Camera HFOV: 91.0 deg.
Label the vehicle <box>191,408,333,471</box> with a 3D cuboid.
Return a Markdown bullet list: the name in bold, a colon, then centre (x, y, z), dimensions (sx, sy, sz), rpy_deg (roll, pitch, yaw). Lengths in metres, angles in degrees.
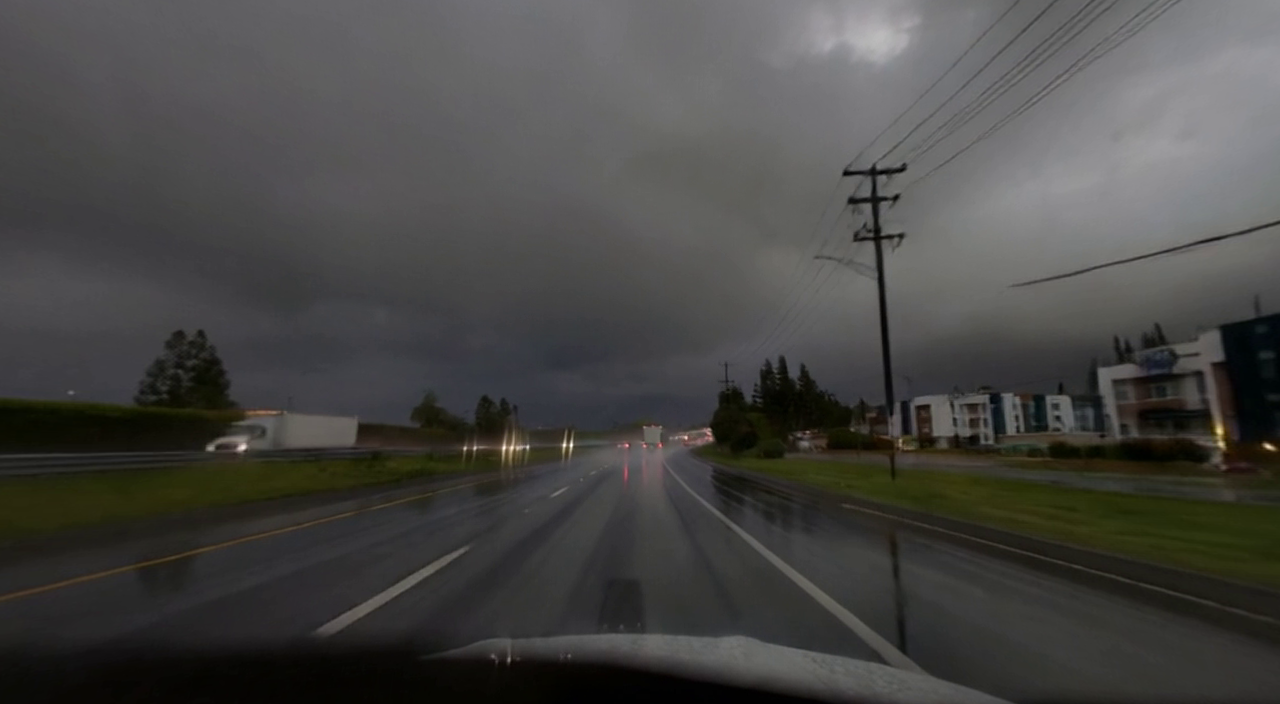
- **vehicle**: centre (-25.779, 6.176, 43.934), dimensions (3.010, 3.832, 10.575), rpy_deg (0, -9, 2)
